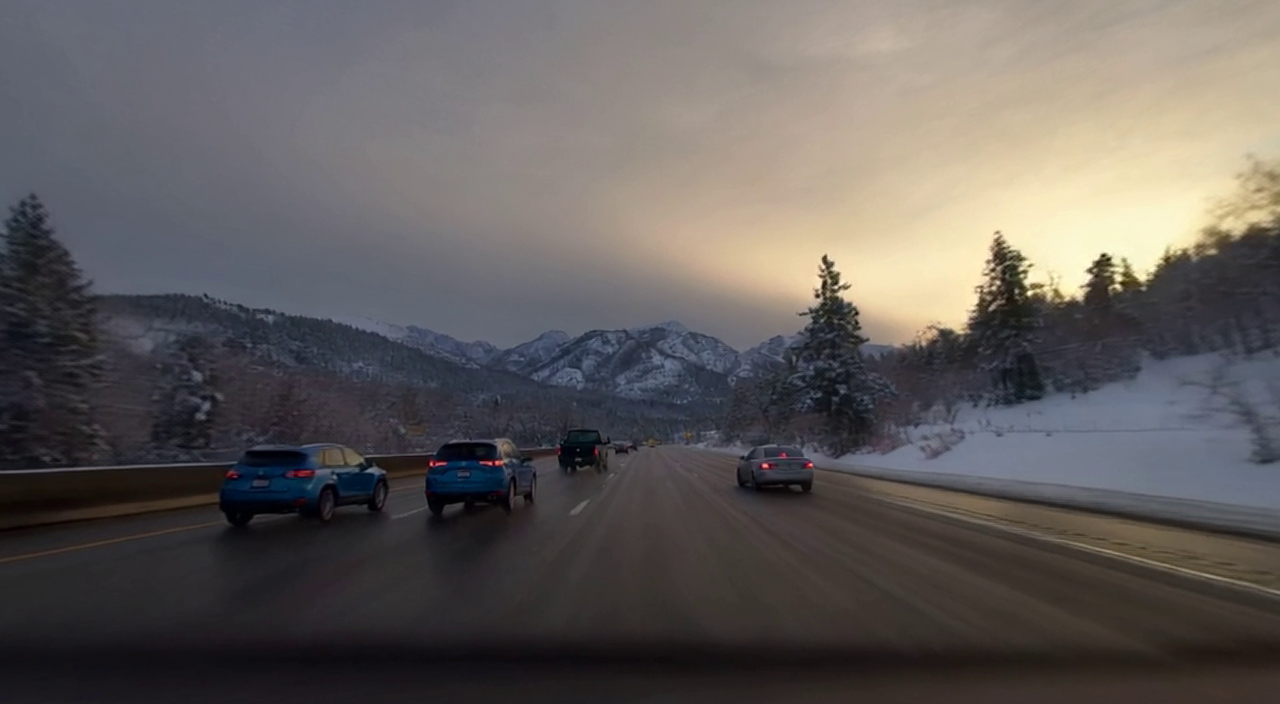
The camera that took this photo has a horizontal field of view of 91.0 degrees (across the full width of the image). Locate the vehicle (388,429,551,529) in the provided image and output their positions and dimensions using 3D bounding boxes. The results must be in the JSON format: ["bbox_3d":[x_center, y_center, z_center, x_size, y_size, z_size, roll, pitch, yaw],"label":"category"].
[{"bbox_3d":[-3.264,2.513,13.075,2.080,1.716,4.207,0,-8,2],"label":"vehicle"}]

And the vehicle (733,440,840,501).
[{"bbox_3d":[4.177,3.435,18.783,2.071,1.570,4.637,0,-8,0],"label":"vehicle"}]

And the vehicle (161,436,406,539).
[{"bbox_3d":[-6.656,2.534,12.567,2.084,1.639,4.648,0,-8,1],"label":"vehicle"}]

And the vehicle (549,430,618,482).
[{"bbox_3d":[-2.437,4.735,29.052,2.494,2.136,5.539,0,-8,2],"label":"vehicle"}]
